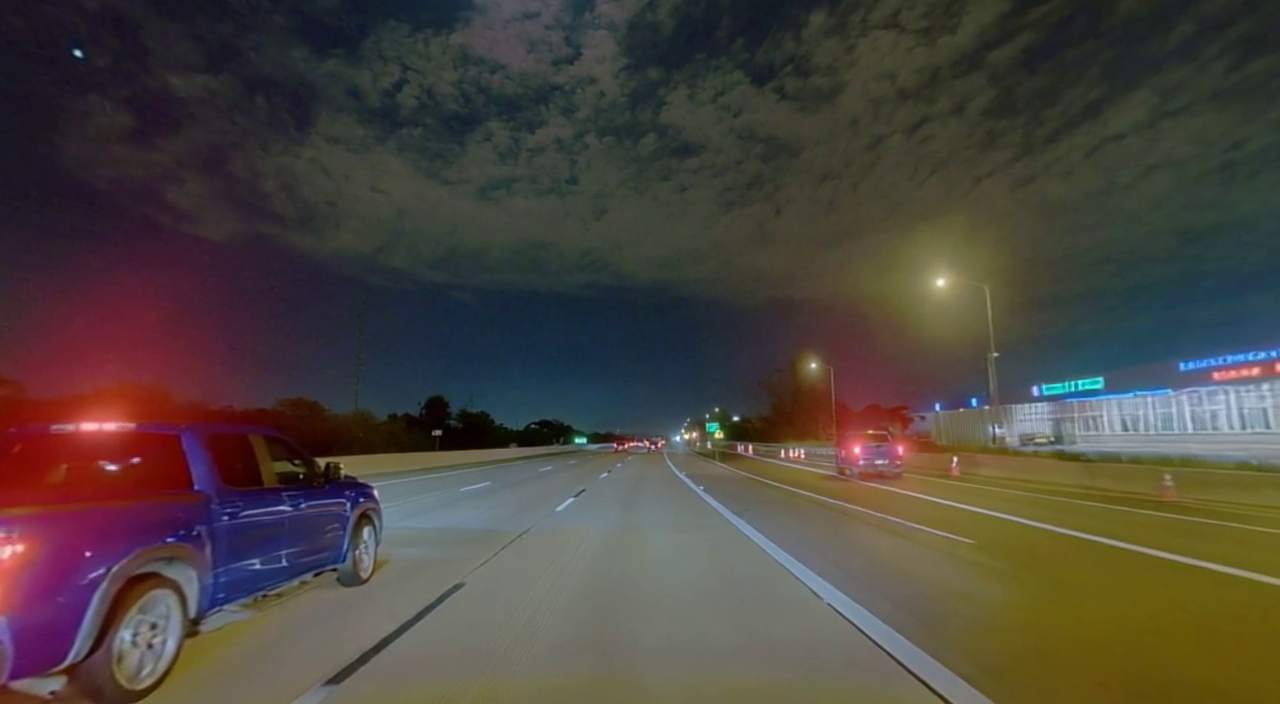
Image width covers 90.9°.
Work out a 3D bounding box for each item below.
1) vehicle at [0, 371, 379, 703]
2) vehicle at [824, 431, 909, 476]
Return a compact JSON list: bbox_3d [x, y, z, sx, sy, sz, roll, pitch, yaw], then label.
[{"bbox_3d":[-3.580,1.086,3.846,2.001,1.619,4.445,0,-8,1],"label":"vehicle"},{"bbox_3d":[10.136,4.596,28.728,2.186,1.840,5.289,-1,-8,4],"label":"vehicle"}]
